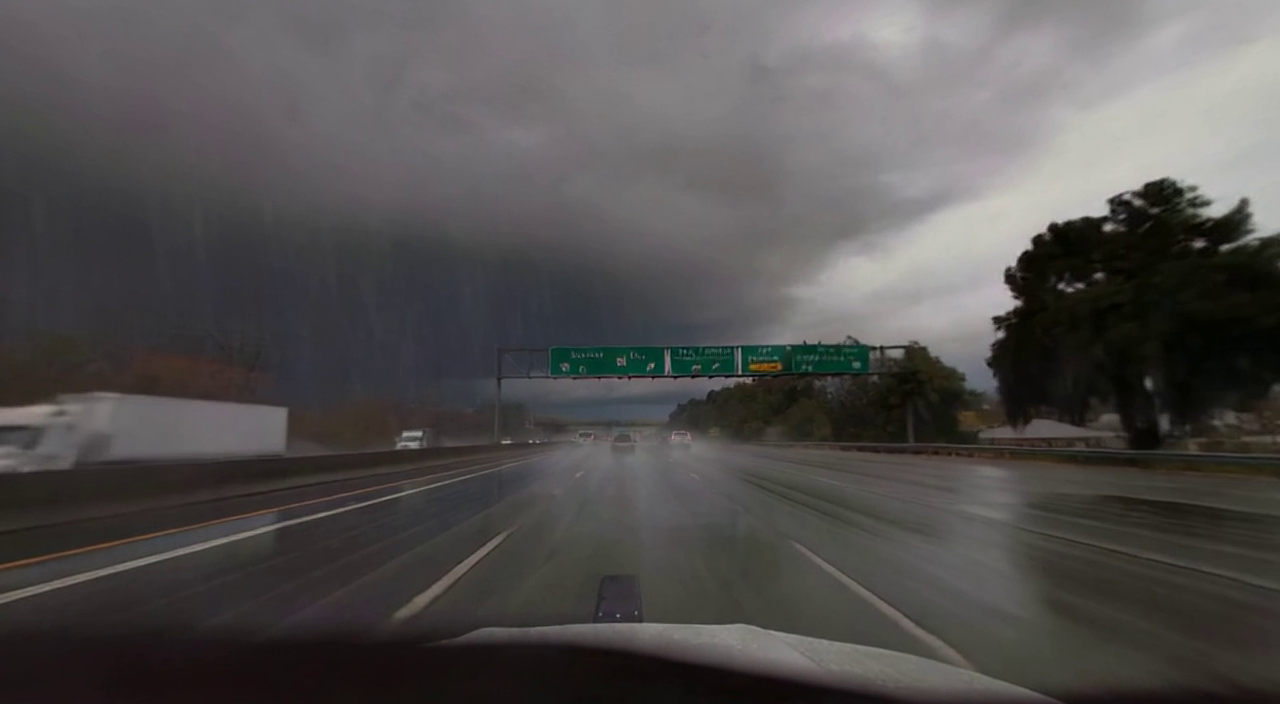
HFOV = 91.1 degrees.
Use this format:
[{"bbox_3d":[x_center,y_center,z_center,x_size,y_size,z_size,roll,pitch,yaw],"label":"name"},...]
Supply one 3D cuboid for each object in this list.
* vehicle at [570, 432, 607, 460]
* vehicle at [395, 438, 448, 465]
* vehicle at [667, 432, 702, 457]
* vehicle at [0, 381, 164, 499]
[{"bbox_3d":[-3.123,5.780,38.705,2.119,1.629,3.946,0,-8,-2],"label":"vehicle"},{"bbox_3d":[-13.883,6.349,40.250,1.955,1.610,4.076,0,-8,0],"label":"vehicle"},{"bbox_3d":[3.132,6.616,45.172,2.066,1.673,4.225,0,-8,-2],"label":"vehicle"},{"bbox_3d":[-21.630,3.244,23.414,2.957,3.789,5.977,0,-8,-1],"label":"vehicle"}]
